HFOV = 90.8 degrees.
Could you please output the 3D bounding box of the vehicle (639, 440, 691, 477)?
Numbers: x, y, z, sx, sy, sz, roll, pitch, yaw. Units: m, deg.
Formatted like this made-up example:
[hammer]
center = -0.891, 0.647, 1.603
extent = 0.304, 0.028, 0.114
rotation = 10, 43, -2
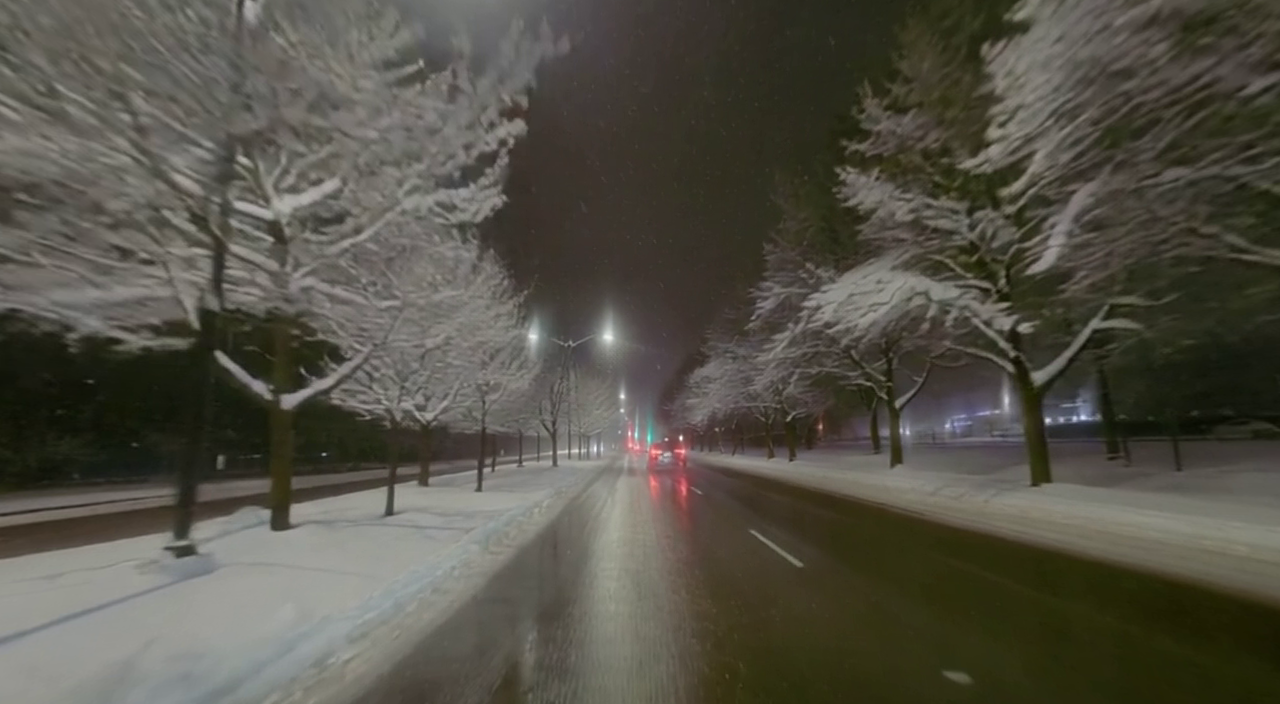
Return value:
[vehicle]
center = 1.046, 4.884, 29.297
extent = 2.048, 1.584, 4.393
rotation = 0, -8, -2
